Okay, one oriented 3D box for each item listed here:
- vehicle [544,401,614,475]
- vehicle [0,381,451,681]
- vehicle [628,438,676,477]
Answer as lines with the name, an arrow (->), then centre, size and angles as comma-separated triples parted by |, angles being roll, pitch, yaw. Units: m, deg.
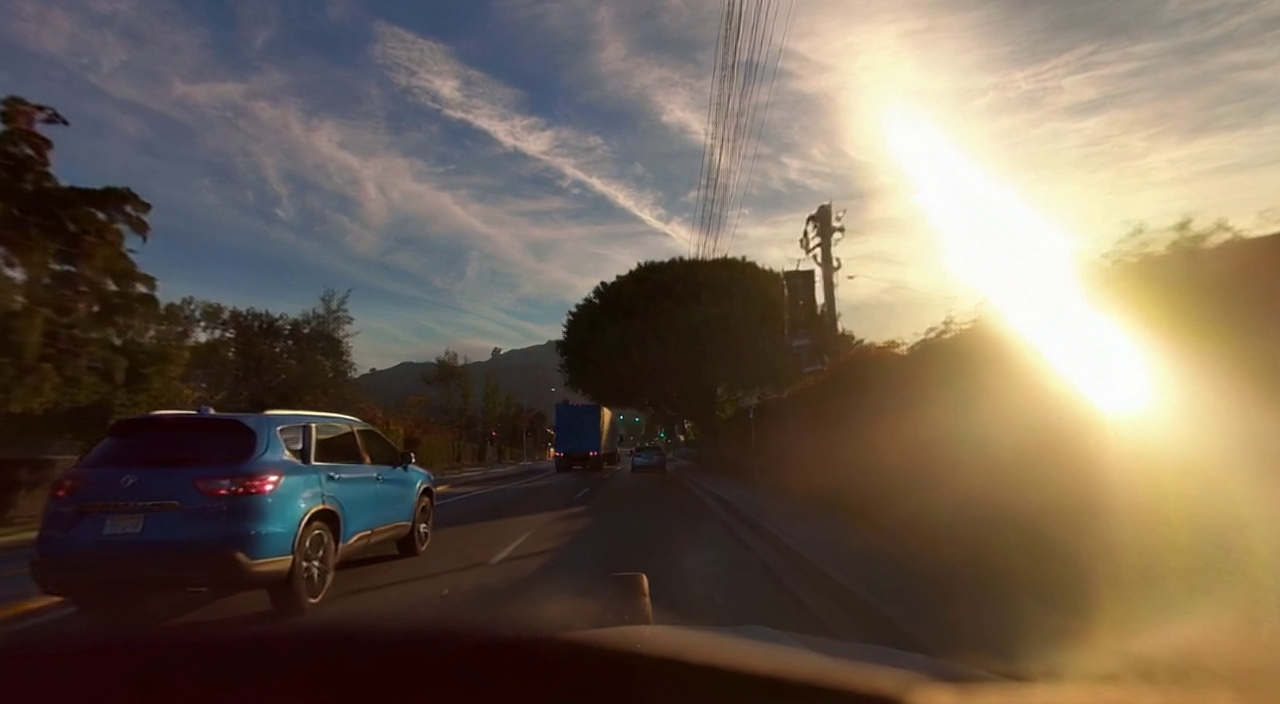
vehicle -> -3.252, 4.986, 36.104 | 2.928, 3.658, 8.980 | 0, -9, 1
vehicle -> -3.676, 1.437, 6.221 | 2.093, 1.832, 4.508 | -1, -9, 2
vehicle -> 0.562, 5.040, 30.339 | 2.174, 1.749, 4.113 | 0, -9, 1
